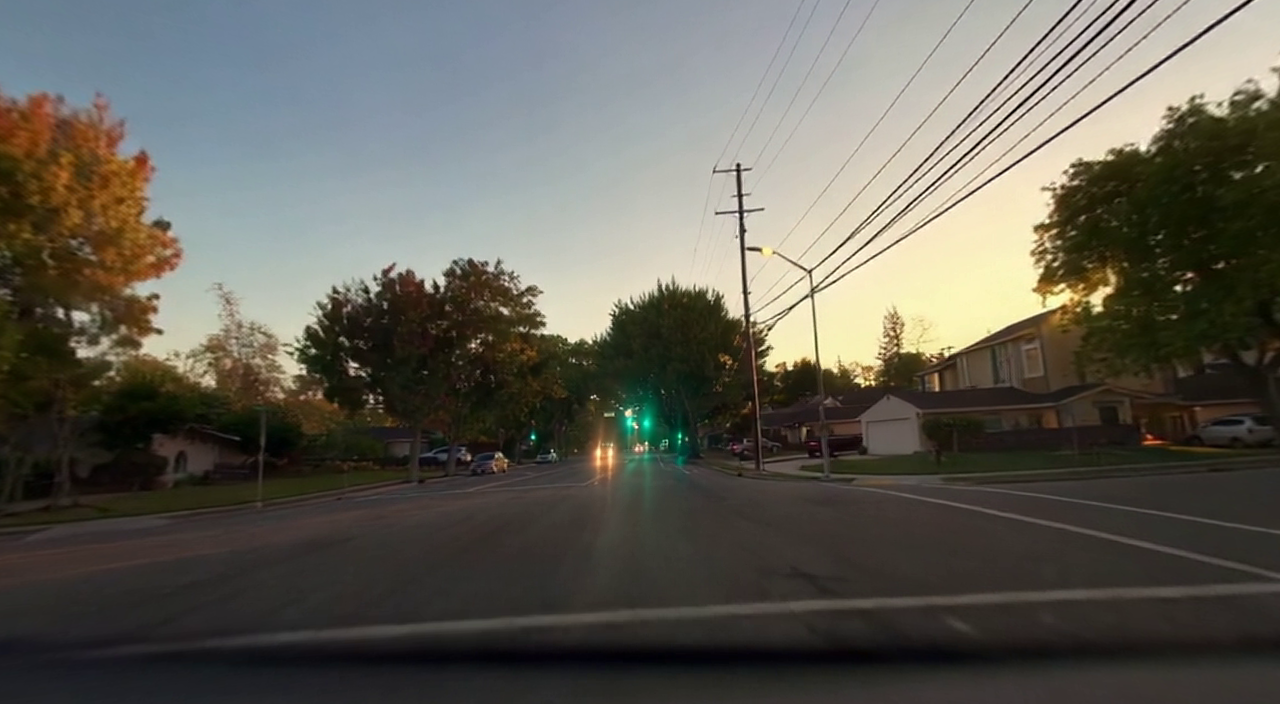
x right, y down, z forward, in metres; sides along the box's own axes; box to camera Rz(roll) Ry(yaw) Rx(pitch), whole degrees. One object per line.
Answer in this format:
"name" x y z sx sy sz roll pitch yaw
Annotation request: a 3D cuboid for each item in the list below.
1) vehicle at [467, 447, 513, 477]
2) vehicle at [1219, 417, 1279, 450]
"vehicle" -10.823 7.920 45.840 2.024 1.795 5.054 -6 -8 -1
"vehicle" 34.305 4.389 33.910 2.031 1.661 4.509 0 -8 -3
